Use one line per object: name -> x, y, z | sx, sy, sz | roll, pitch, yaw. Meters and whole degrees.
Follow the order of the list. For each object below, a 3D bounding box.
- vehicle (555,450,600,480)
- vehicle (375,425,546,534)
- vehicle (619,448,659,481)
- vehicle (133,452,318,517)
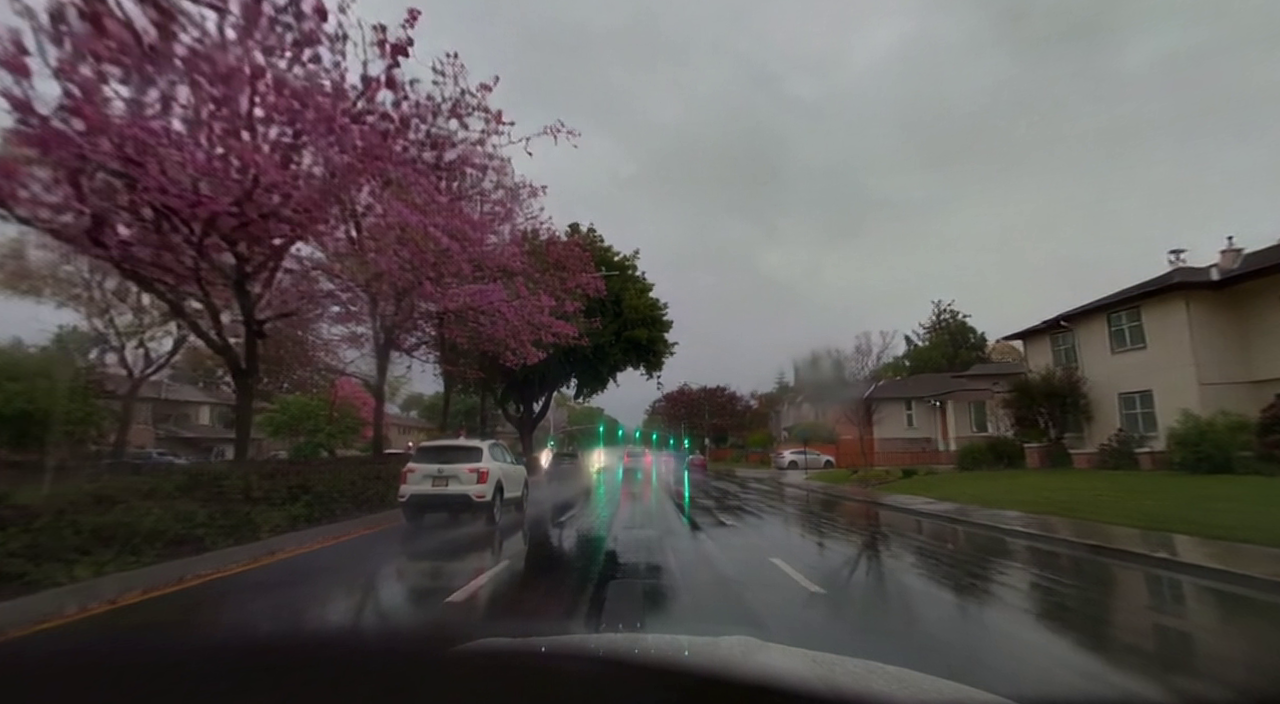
vehicle -> -3.487, 6.349, 35.821 | 2.066, 1.565, 3.905 | 0, -8, 2
vehicle -> -3.585, 2.634, 13.778 | 2.161, 1.919, 4.798 | 0, -8, 2
vehicle -> -0.042, 5.910, 33.497 | 1.997, 1.636, 3.760 | 0, -8, 1
vehicle -> -11.056, 3.525, 17.370 | 1.963, 1.476, 4.593 | 0, -8, 0
